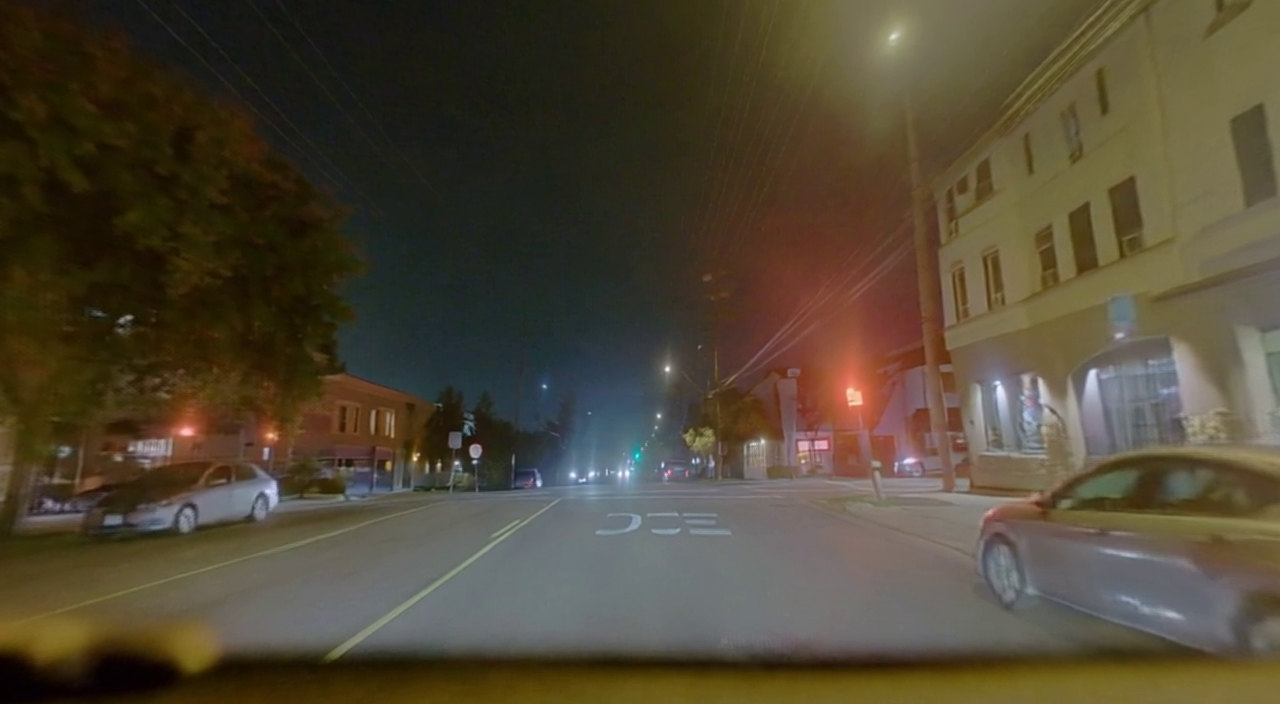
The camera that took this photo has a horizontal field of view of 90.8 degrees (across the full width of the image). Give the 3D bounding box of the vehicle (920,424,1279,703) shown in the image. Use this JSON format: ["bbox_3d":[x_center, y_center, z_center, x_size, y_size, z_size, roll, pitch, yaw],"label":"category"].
[{"bbox_3d":[3.823,1.240,4.011,1.946,1.468,4.721,0,-9,0],"label":"vehicle"}]

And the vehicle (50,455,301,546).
[{"bbox_3d":[-9.440,3.006,13.515,2.000,1.495,4.687,0,-9,-3],"label":"vehicle"}]

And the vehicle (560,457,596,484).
[{"bbox_3d":[-4.202,8.098,43.247,2.108,1.651,4.176,0,-9,-1],"label":"vehicle"}]
